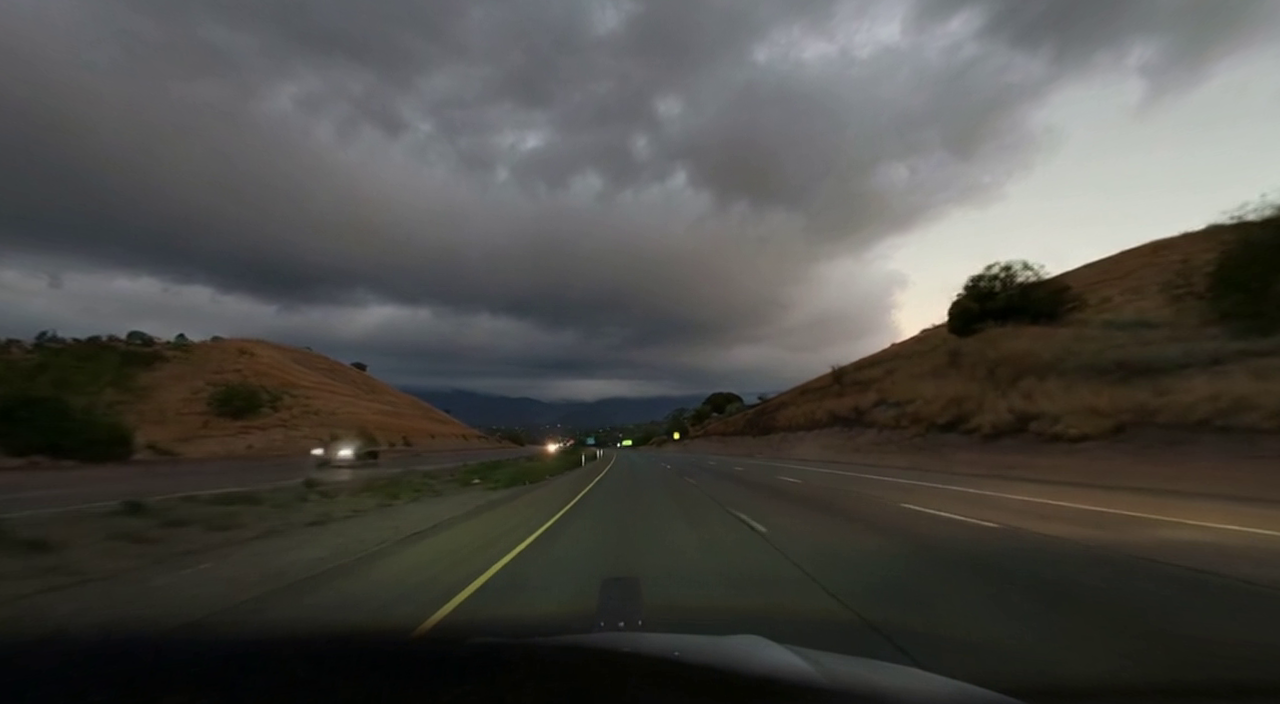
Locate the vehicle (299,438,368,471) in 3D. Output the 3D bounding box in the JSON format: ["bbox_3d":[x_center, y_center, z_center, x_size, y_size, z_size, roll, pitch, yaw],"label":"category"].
[{"bbox_3d":[-18.354,6.105,38.027,1.963,1.828,4.594,-1,-8,-2],"label":"vehicle"}]
